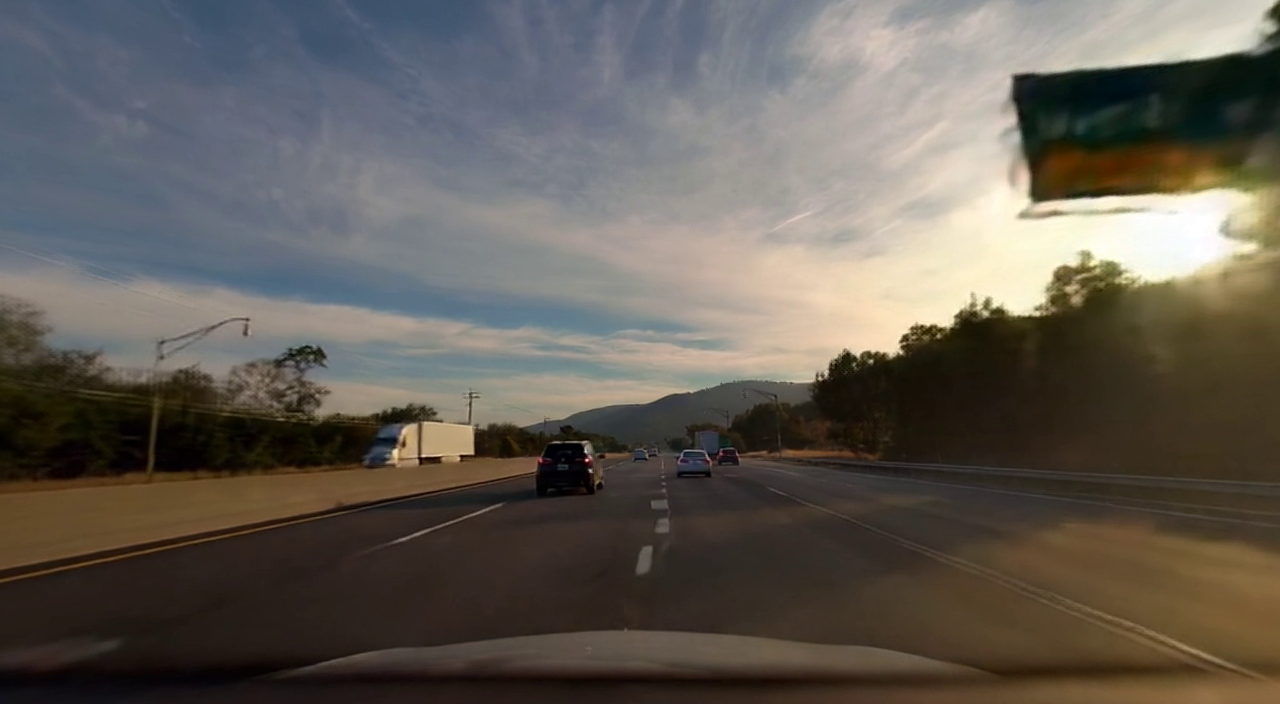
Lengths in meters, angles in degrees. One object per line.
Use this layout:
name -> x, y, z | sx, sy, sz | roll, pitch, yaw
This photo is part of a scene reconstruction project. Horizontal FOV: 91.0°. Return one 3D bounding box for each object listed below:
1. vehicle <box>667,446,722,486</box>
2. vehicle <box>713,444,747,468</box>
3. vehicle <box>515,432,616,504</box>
vehicle -> 2.132, 4.584, 25.719 | 2.004, 1.471, 4.032 | 0, -9, 2
vehicle -> 6.640, 7.747, 47.063 | 1.975, 1.650, 4.257 | 0, -9, 1
vehicle -> -1.896, 3.159, 17.595 | 2.142, 1.724, 4.344 | 0, -9, 2
